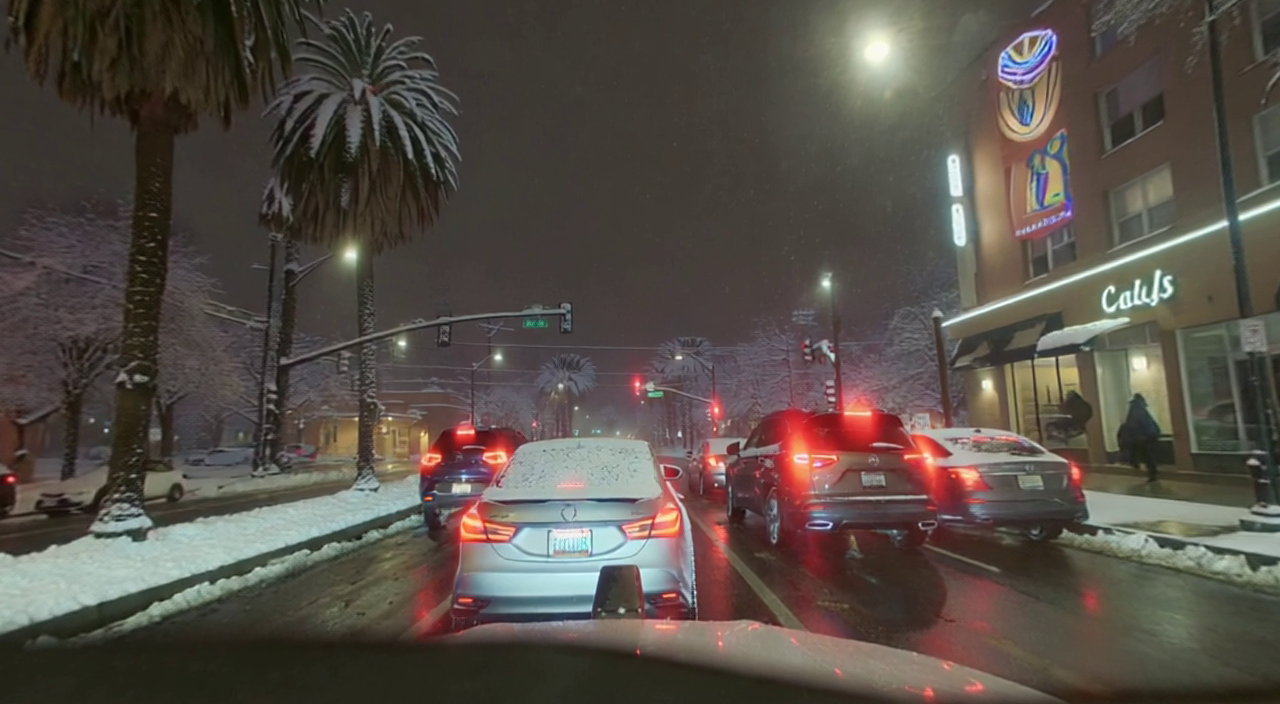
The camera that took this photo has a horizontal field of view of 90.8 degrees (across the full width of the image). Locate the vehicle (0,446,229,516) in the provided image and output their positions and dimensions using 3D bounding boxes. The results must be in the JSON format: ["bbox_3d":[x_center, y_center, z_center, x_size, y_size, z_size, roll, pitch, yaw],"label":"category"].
[{"bbox_3d":[-12.864,3.136,15.970,1.870,1.475,4.531,0,-9,0],"label":"vehicle"}]

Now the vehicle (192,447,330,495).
[{"bbox_3d":[-12.863,4.023,21.869,1.856,1.455,4.700,0,-9,0],"label":"vehicle"}]

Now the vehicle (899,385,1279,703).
[{"bbox_3d":[2.619,0.809,1.470,2.085,1.469,4.458,0,-9,-1],"label":"vehicle"}]

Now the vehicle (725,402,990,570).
[{"bbox_3d":[2.640,1.767,9.060,2.096,1.775,4.440,0,-9,-2],"label":"vehicle"}]

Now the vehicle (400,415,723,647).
[{"bbox_3d":[-0.520,1.475,6.225,2.096,1.492,4.071,0,-9,0],"label":"vehicle"}]
